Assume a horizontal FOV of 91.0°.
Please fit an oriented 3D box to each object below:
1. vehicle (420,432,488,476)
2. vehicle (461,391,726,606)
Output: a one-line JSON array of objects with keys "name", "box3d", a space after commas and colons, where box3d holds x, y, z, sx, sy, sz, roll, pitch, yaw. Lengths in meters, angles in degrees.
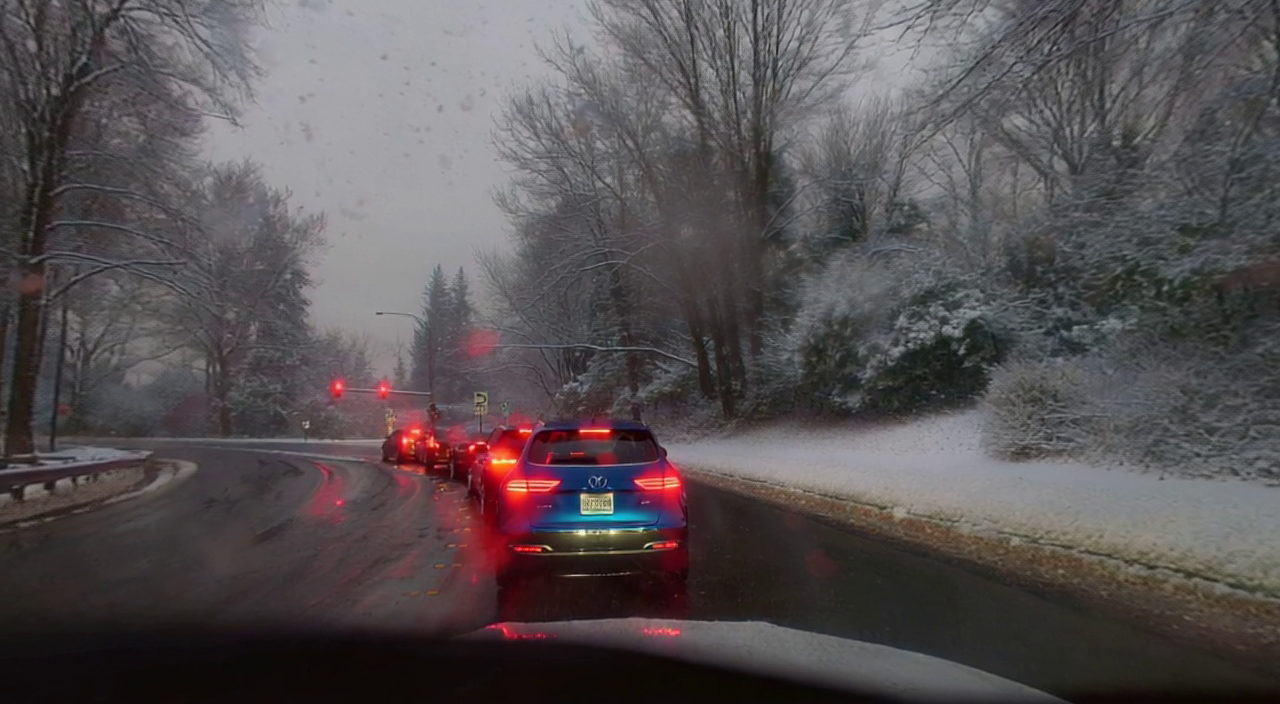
[{"name": "vehicle", "box3d": [-7.300, 3.928, 24.482, 1.902, 1.536, 3.662, 4, -9, -25]}, {"name": "vehicle", "box3d": [-0.685, 1.459, 7.196, 2.134, 1.671, 4.147, 1, -8, -9]}]
